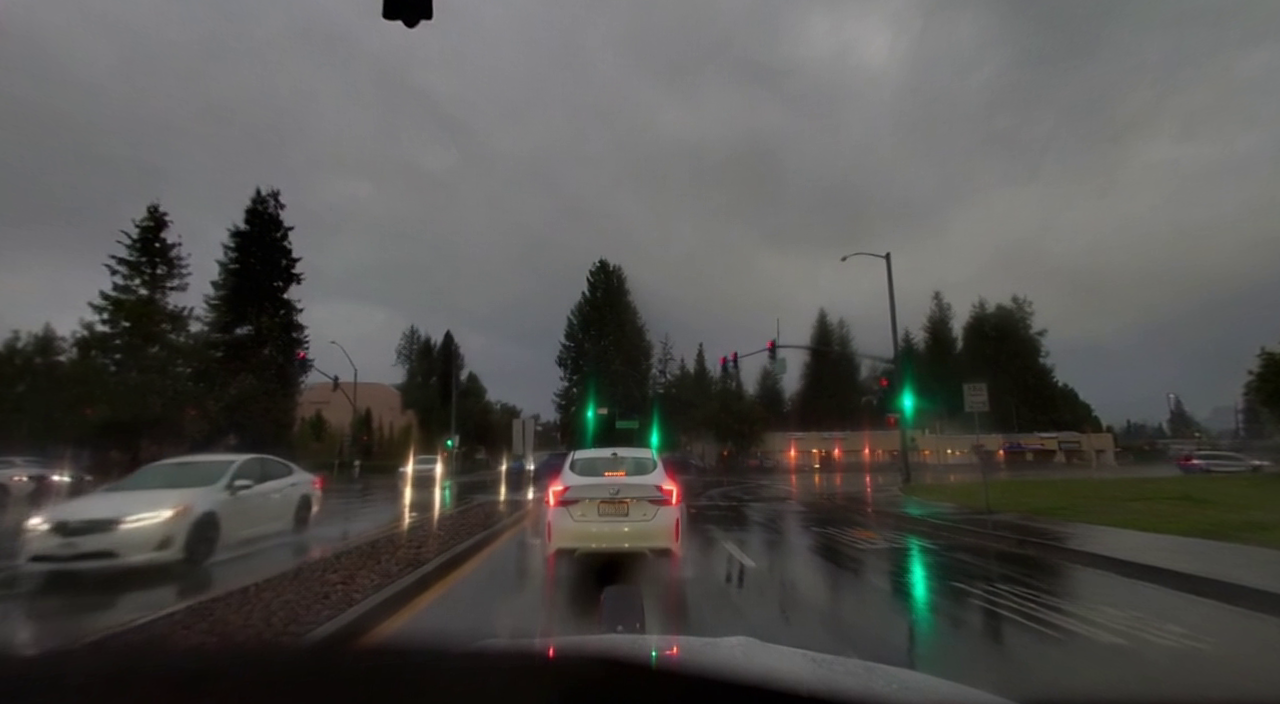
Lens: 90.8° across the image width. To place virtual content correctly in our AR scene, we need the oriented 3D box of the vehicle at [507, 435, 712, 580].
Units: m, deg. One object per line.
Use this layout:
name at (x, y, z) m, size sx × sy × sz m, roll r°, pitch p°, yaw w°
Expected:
vehicle at (-0.347, 1.926, 8.706) m, size 2.112 × 1.479 × 4.264 m, roll 0°, pitch -9°, yaw -1°

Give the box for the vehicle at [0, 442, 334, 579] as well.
vehicle at (-6.437, 2.063, 9.174) m, size 2.073 × 1.459 × 4.495 m, roll 1°, pitch -9°, yaw -5°

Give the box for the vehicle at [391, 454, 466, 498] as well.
vehicle at (-8.399, 4.918, 25.551) m, size 2.078 × 1.534 × 4.646 m, roll 1°, pitch -9°, yaw -9°

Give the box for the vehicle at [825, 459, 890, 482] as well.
vehicle at (16.518, 8.998, 48.085) m, size 4.337 × 1.637 × 1.860 m, roll 2°, pitch -9°, yaw -16°

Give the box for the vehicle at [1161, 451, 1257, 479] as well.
vehicle at (32.658, 6.479, 36.266) m, size 4.601 × 1.485 × 1.929 m, roll 3°, pitch -9°, yaw -18°

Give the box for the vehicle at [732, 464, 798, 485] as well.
vehicle at (9.085, 8.908, 46.070) m, size 4.254 × 1.359 × 1.895 m, roll 2°, pitch -9°, yaw -16°
